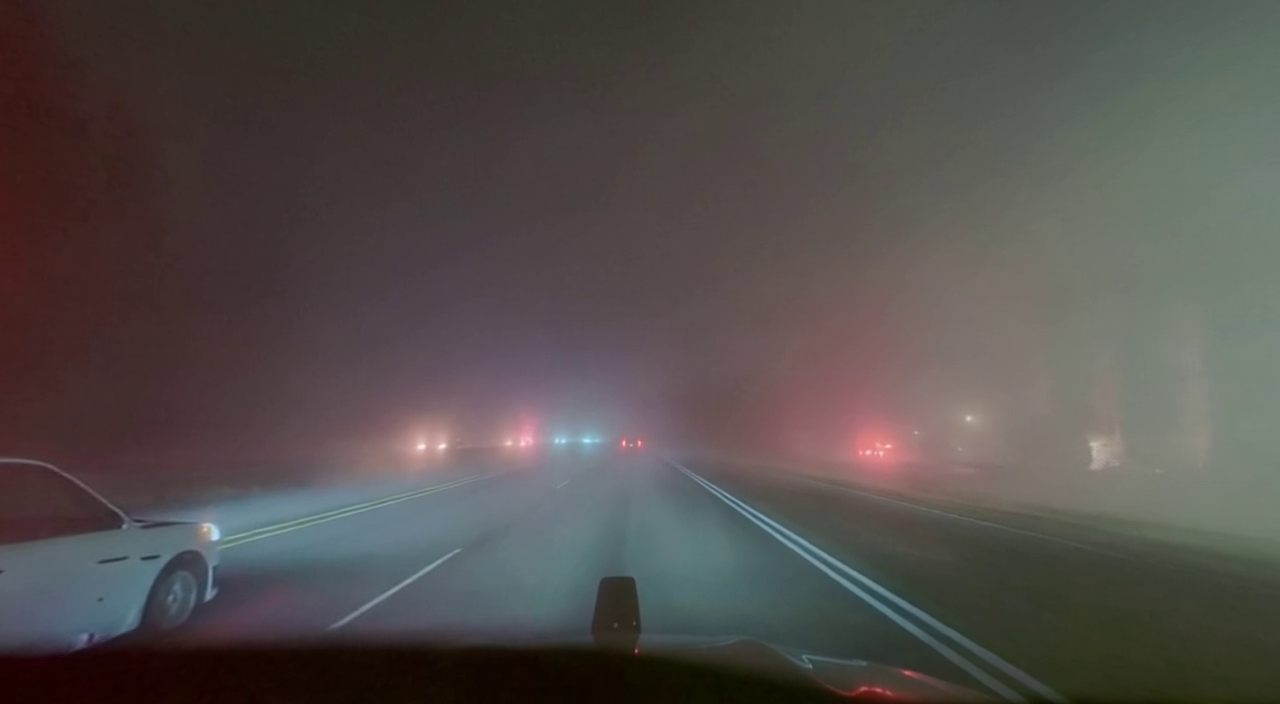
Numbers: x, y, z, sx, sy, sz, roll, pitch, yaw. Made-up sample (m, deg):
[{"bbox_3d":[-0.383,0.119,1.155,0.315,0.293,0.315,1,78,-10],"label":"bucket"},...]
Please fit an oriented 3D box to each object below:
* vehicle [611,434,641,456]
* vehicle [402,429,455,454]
[{"bbox_3d":[-1.003,6.716,45.378,2.025,1.519,3.924,0,-8,-1],"label":"vehicle"},{"bbox_3d":[-13.595,5.779,40.656,1.964,1.536,4.460,0,-8,-1],"label":"vehicle"}]
